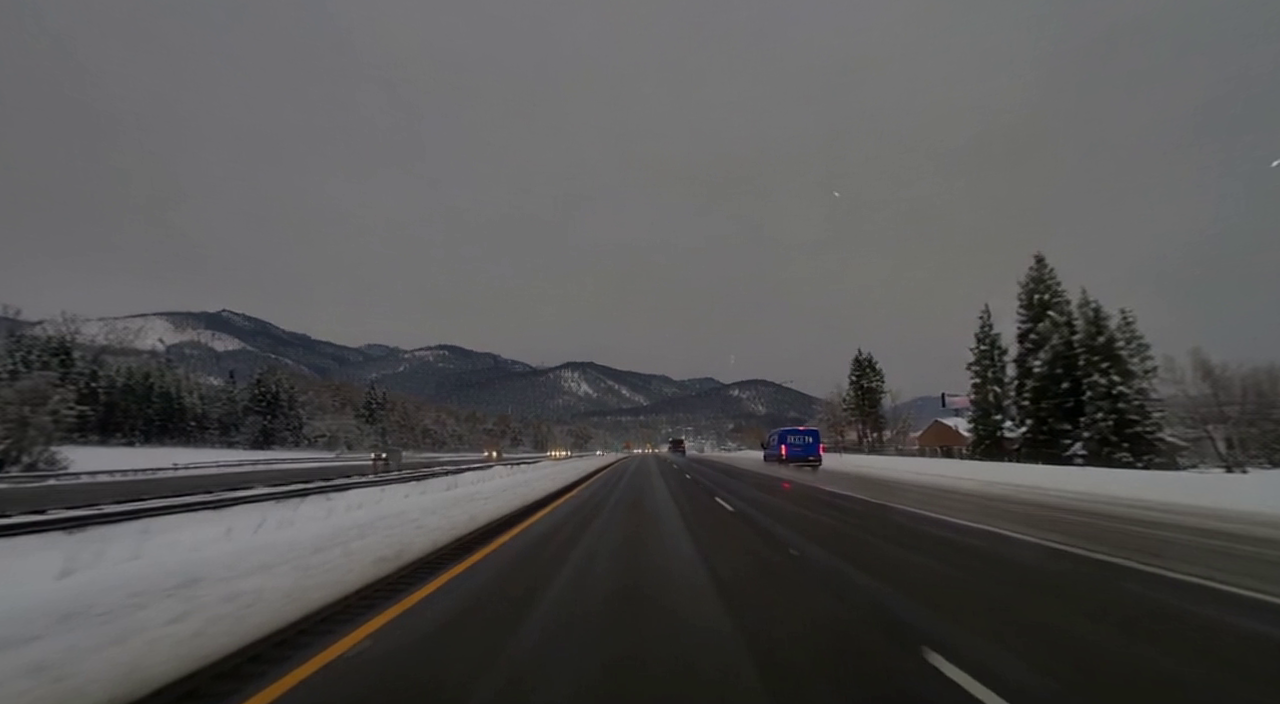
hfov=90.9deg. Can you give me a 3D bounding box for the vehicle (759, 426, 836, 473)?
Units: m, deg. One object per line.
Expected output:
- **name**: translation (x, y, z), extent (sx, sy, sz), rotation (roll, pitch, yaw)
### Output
- **vehicle**: translation (7.601, 4.782, 31.093), extent (2.275, 2.059, 5.543), rotation (0, -8, -1)
